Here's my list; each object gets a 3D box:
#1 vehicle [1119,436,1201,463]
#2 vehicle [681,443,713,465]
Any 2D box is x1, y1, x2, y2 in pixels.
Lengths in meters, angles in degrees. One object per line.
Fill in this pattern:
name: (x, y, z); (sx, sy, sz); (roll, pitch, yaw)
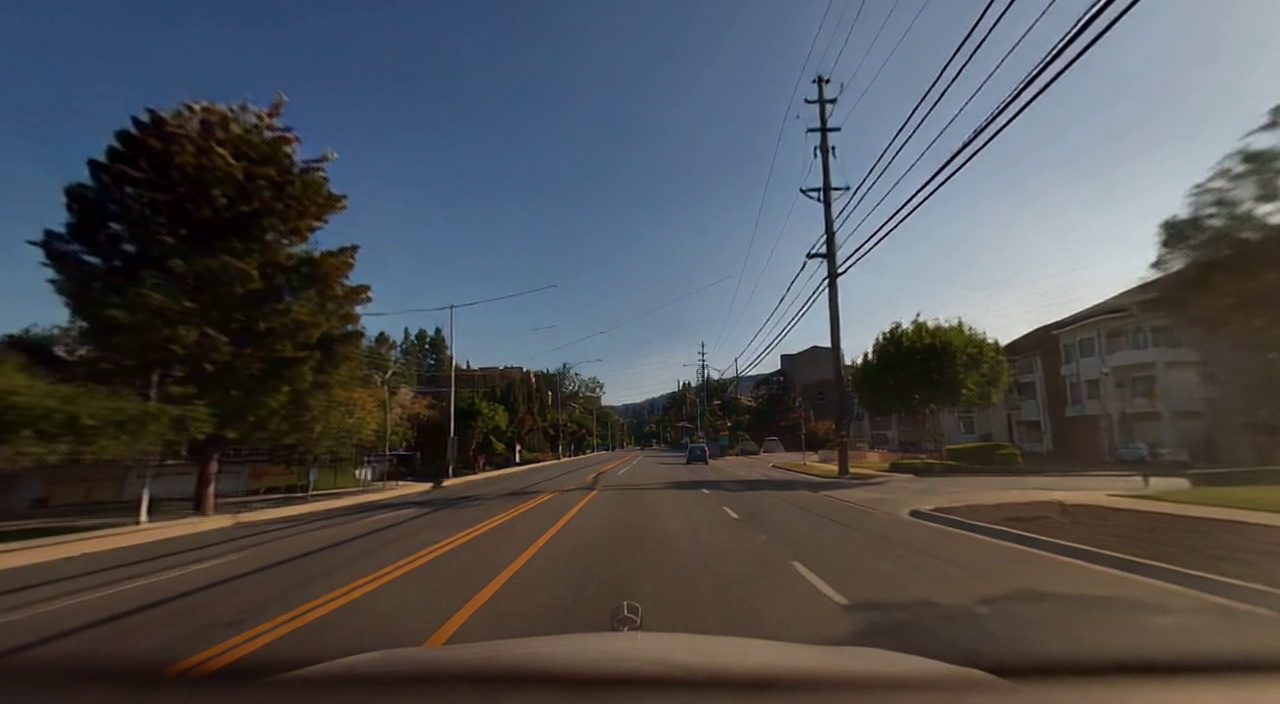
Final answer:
vehicle: (28.800, 5.421, 35.174); (1.751, 1.408, 4.127); (-2, -9, 12)
vehicle: (4.100, 7.386, 45.933); (2.015, 1.467, 4.117); (0, -8, 1)
